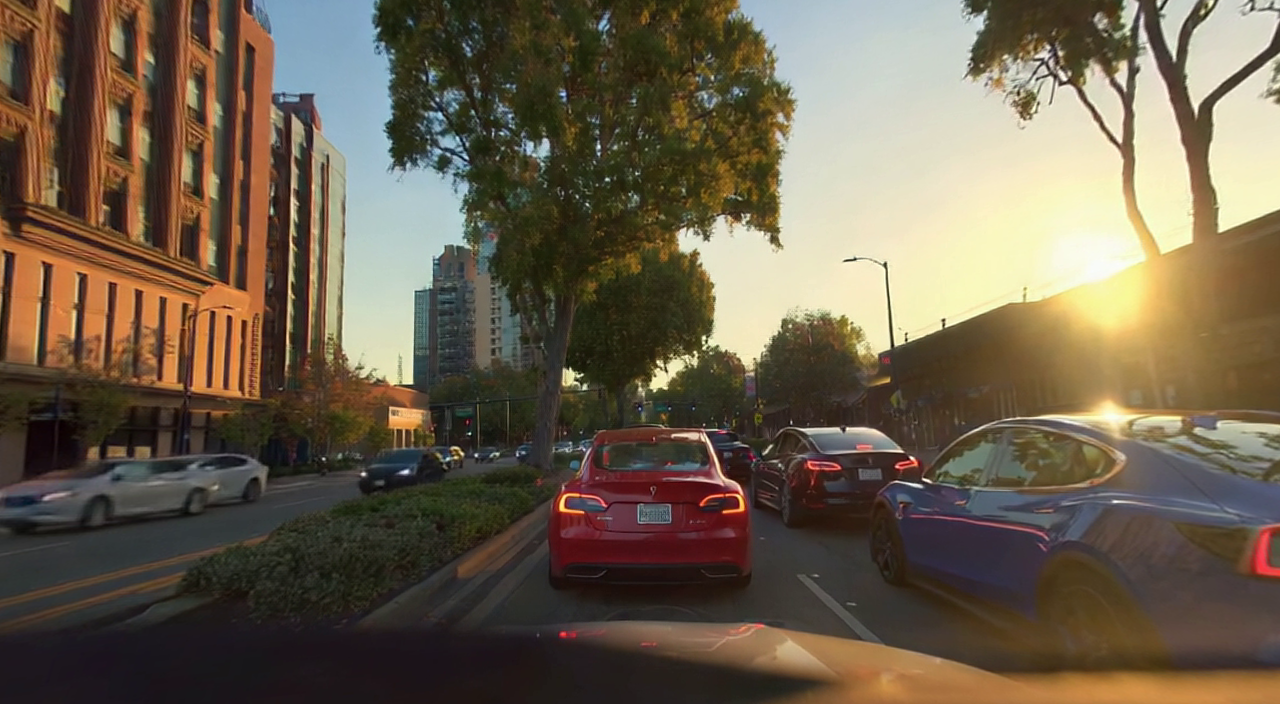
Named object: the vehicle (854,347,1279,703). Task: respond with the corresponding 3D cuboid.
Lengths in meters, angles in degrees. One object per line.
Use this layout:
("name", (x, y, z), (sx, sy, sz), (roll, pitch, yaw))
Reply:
("vehicle", (3.194, 1.098, 4.071), (2.038, 1.651, 4.455), (0, -8, 0))

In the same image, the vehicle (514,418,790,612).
("vehicle", (0.102, 1.558, 6.935), (2.137, 1.488, 3.938), (0, -8, 0))

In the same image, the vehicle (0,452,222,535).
("vehicle", (-11.806, 3.010, 14.073), (1.892, 1.479, 4.355), (0, -8, 1))

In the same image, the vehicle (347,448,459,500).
("vehicle", (-7.619, 3.929, 20.760), (1.979, 1.490, 4.225), (0, -8, 1))
